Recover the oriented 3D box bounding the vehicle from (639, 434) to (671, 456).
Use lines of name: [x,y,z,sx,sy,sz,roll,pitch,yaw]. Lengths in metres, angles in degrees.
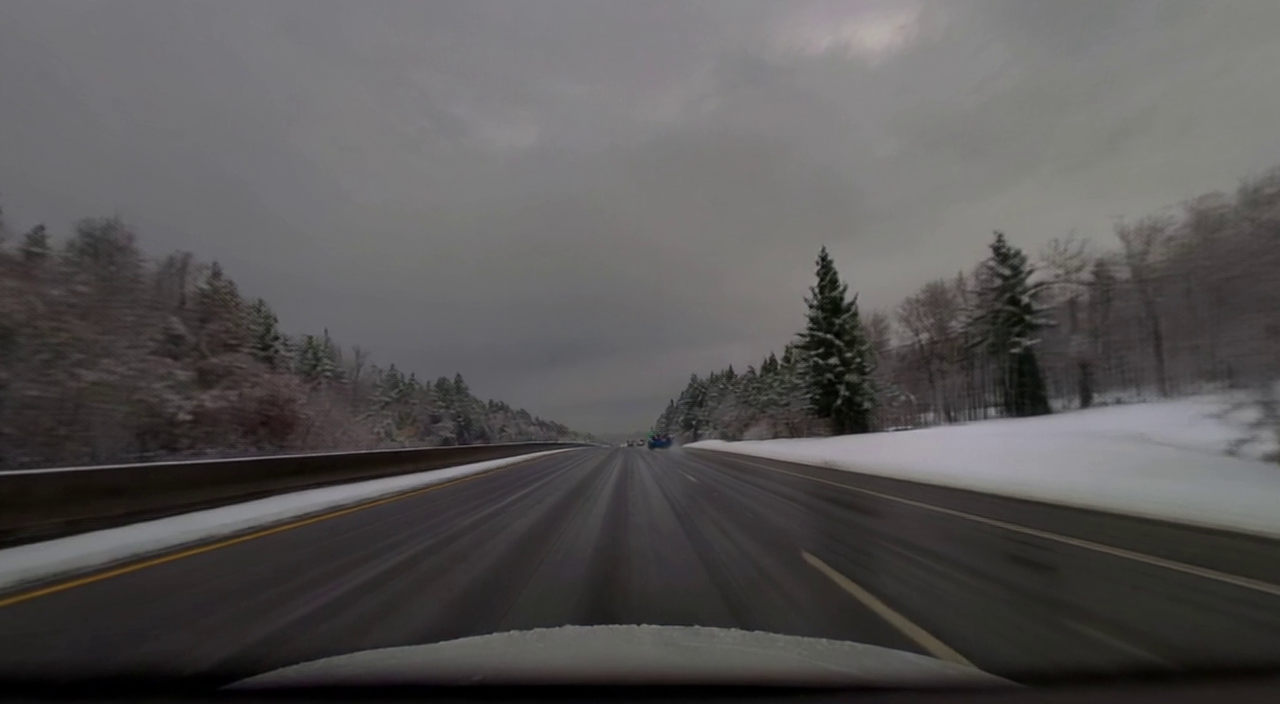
vehicle: [0.967,6.243,42.468,1.911,1.449,3.776,0,-8,-3]
